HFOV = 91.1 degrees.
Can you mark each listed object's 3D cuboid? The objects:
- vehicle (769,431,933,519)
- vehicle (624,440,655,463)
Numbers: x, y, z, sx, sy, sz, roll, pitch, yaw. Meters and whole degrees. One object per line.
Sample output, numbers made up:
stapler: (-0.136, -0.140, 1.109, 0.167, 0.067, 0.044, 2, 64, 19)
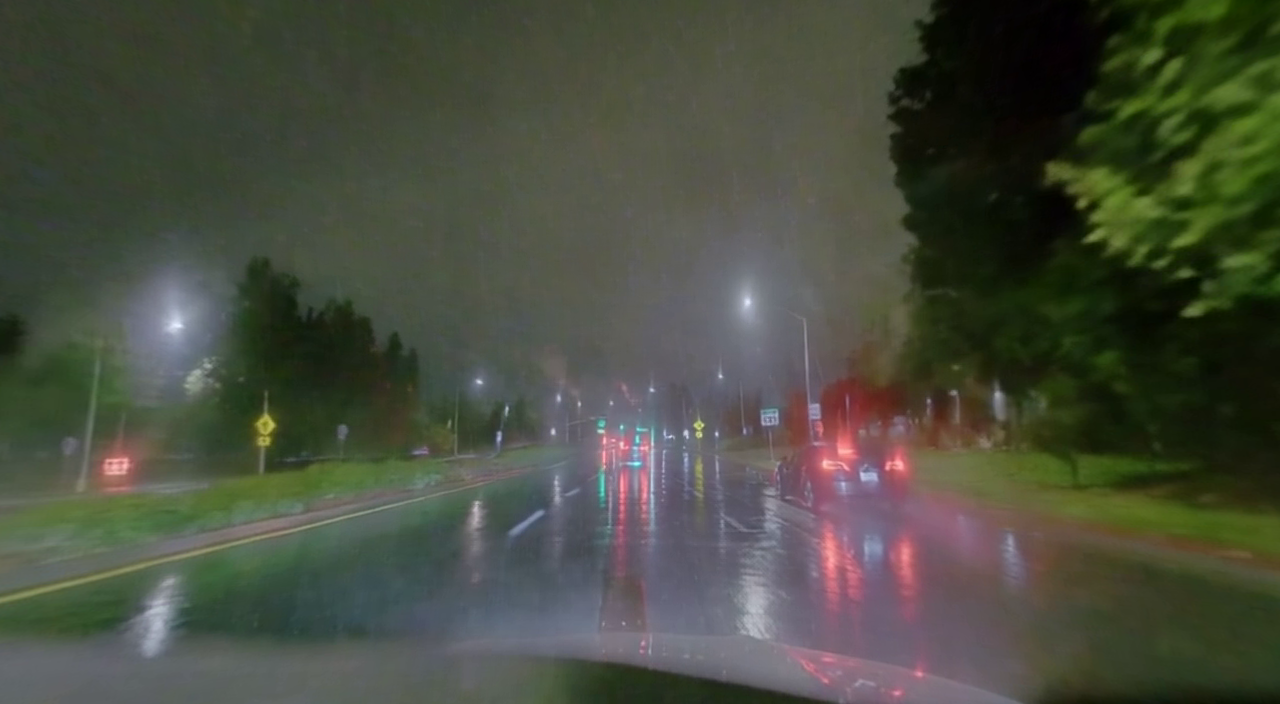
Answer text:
vehicle: (4.135, 2.470, 13.174, 1.913, 1.516, 4.322, 0, -8, 0)
vehicle: (0.021, 7.191, 45.391, 2.095, 1.548, 4.264, 0, -8, 2)
